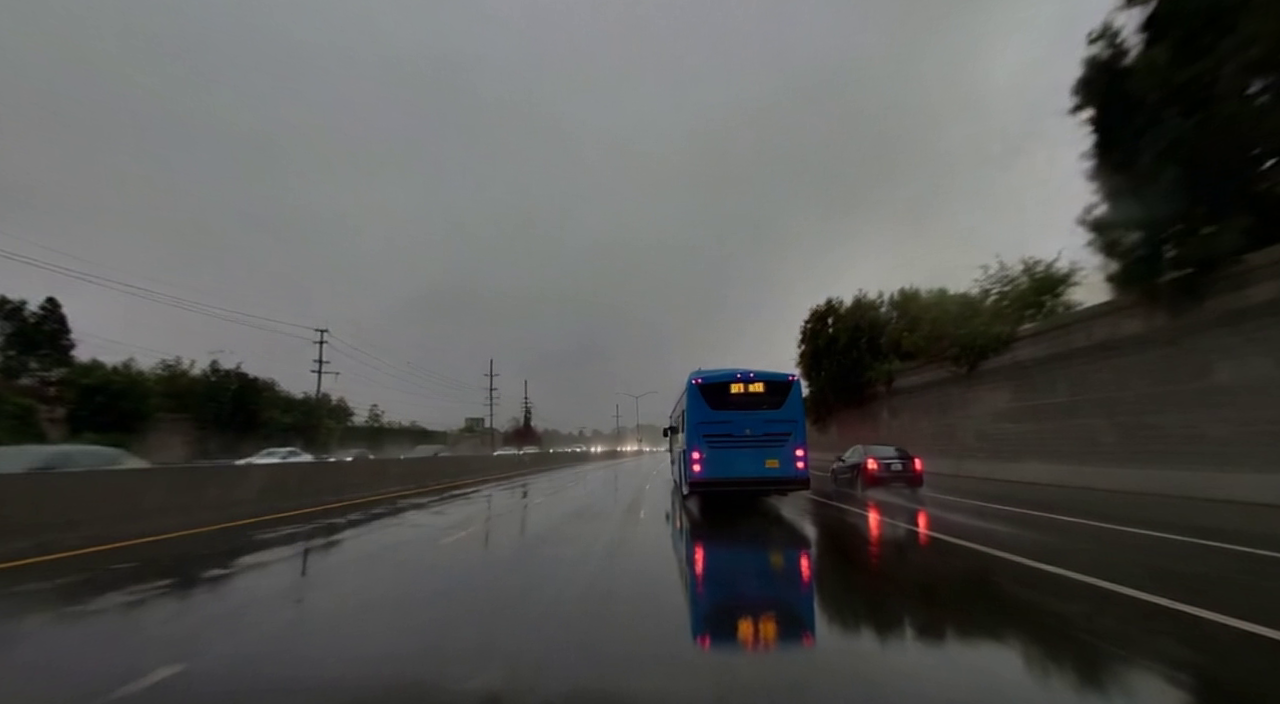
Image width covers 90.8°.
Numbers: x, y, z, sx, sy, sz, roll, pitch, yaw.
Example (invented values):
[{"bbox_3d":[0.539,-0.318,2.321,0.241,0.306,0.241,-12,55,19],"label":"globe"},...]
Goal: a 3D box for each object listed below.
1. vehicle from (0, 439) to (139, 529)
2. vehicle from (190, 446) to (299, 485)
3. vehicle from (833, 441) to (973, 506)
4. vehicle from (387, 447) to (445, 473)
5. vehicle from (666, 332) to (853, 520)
[{"bbox_3d":[-12.088,2.392,11.606,2.012,1.527,4.519,0,-9,1],"label":"vehicle"},{"bbox_3d":[-18.608,5.315,30.010,2.007,1.679,4.679,-1,-9,2],"label":"vehicle"},{"bbox_3d":[7.155,3.306,17.808,2.047,1.479,4.593,-3,-8,2],"label":"vehicle"},{"bbox_3d":[-14.443,6.973,40.999,1.940,1.604,4.525,-1,-9,2],"label":"vehicle"},{"bbox_3d":[2.555,2.484,19.377,3.144,3.580,14.591,0,-9,1],"label":"vehicle"}]
